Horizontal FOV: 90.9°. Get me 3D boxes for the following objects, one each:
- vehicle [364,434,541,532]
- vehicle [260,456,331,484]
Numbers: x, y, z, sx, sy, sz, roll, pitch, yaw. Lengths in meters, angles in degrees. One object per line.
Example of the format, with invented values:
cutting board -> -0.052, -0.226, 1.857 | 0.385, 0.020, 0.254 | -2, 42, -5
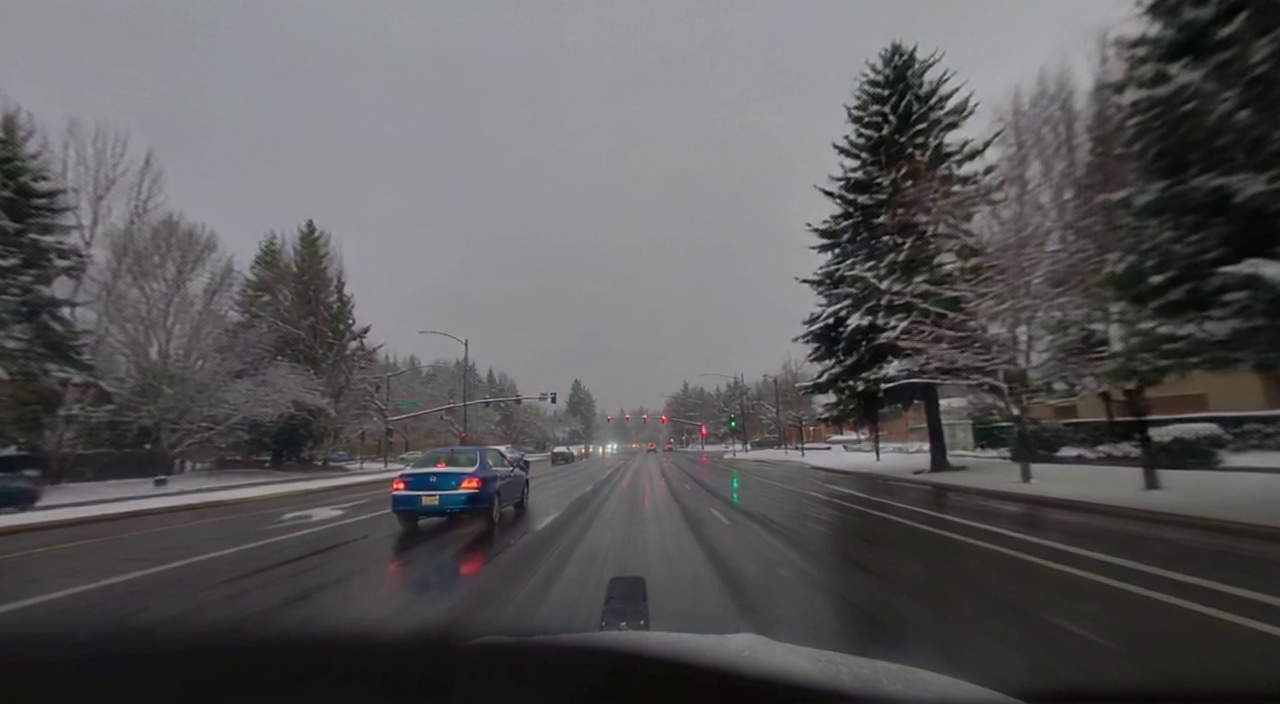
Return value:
vehicle -> -3.237, 2.353, 11.951 | 1.924, 1.480, 4.421 | 0, -9, 1
vehicle -> -21.833, 7.468, 40.170 | 1.982, 1.656, 4.316 | 0, -9, 1
